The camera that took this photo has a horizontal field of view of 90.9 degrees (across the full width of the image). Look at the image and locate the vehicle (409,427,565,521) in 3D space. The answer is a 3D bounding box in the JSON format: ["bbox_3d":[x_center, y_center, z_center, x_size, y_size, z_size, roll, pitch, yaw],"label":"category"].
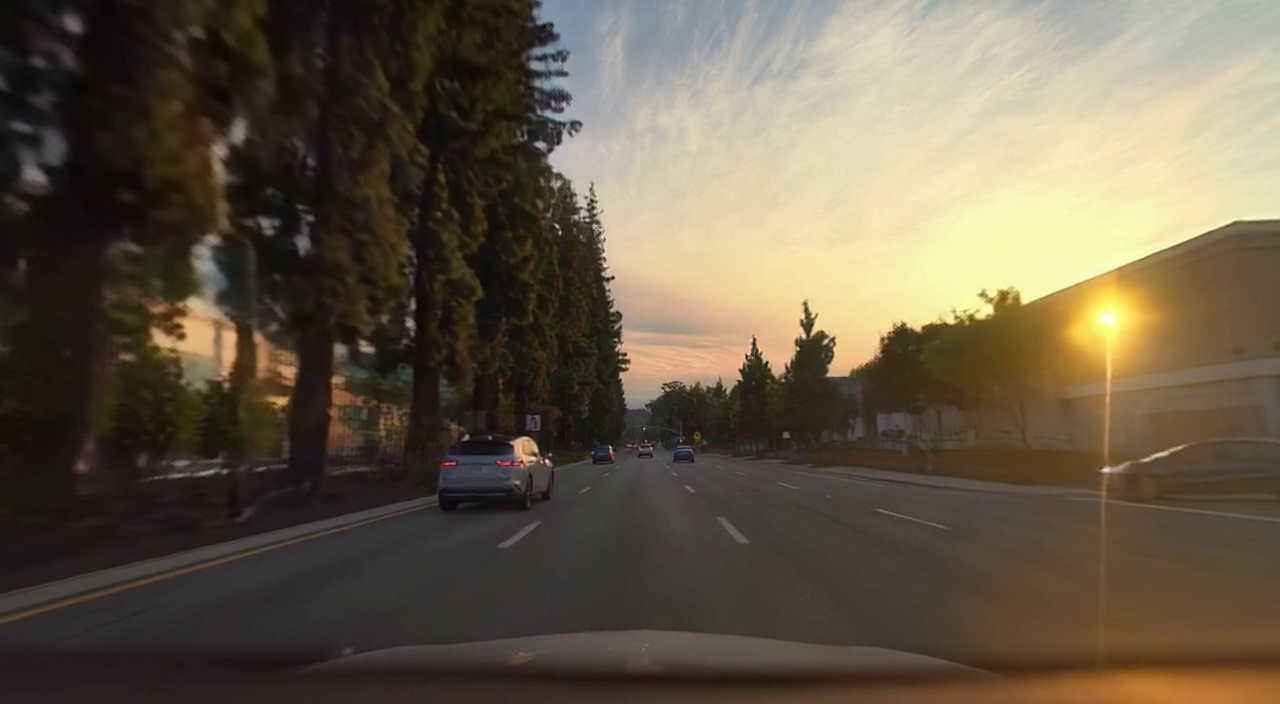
[{"bbox_3d":[-3.004,2.512,13.573,2.121,1.656,4.559,0,-8,1],"label":"vehicle"}]

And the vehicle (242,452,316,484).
[{"bbox_3d":[-22.995,7.369,40.439,1.986,1.826,5.008,0,-8,-3],"label":"vehicle"}]

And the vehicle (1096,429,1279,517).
[{"bbox_3d":[12.709,2.471,13.205,4.515,1.599,1.968,-5,-10,11],"label":"vehicle"}]

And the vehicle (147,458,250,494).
[{"bbox_3d":[-21.350,5.992,30.732,1.729,1.499,4.579,0,-8,0],"label":"vehicle"}]
